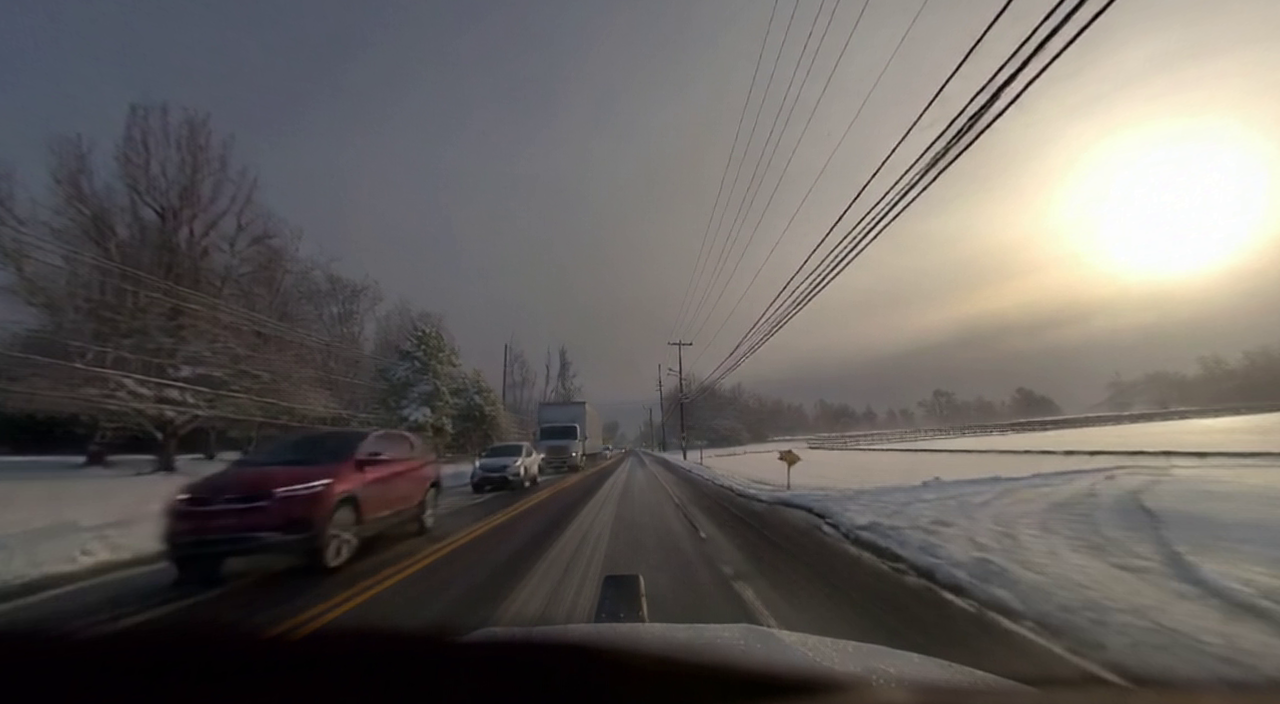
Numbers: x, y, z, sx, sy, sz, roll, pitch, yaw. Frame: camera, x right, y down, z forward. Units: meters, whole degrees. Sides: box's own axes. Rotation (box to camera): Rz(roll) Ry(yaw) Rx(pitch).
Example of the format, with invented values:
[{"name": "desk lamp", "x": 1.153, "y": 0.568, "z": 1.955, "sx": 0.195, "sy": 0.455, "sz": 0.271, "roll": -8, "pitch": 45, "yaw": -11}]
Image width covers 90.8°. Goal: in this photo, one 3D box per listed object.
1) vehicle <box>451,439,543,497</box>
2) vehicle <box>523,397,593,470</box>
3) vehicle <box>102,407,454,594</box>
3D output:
[{"name": "vehicle", "x": -4.751, "y": 3.869, "z": 21.643, "sx": 2.100, "sy": 1.664, "sz": 4.451, "roll": -2, "pitch": -8, "yaw": 0}, {"name": "vehicle", "x": -4.879, "y": 5.174, "z": 38.965, "sx": 3.544, "sy": 4.103, "sz": 5.897, "roll": 1, "pitch": -10, "yaw": -1}, {"name": "vehicle", "x": -4.531, "y": 1.893, "z": 9.204, "sx": 2.269, "sy": 1.873, "sz": 5.076, "roll": -1, "pitch": -8, "yaw": -2}]
